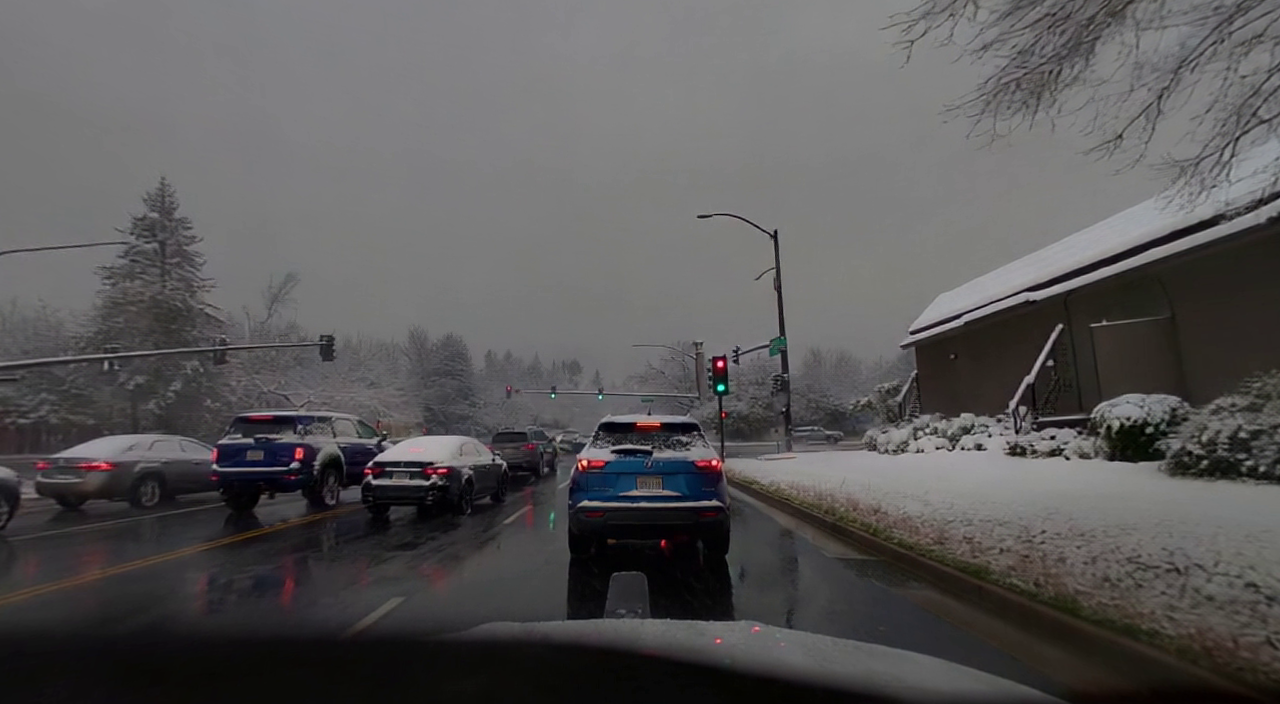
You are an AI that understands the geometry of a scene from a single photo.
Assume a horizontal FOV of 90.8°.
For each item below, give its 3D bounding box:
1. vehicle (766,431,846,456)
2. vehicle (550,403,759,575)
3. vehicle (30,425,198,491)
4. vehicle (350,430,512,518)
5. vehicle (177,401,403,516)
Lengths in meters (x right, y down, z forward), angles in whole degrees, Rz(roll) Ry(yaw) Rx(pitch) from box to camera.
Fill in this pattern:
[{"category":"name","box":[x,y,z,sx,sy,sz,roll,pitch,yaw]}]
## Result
[{"category":"vehicle","box":[10.081,5.609,38.655,4.450,1.439,1.796,-1,-9,3]},{"category":"vehicle","box":[0.105,1.675,8.462,2.055,1.681,4.270,0,-9,-1]},{"category":"vehicle","box":[-17.676,3.576,21.601,2.136,1.976,4.342,0,-9,-4]},{"category":"vehicle","box":[-4.090,2.451,13.220,1.942,1.523,4.212,0,-9,0]},{"category":"vehicle","box":[-7.405,2.343,14.254,2.195,2.093,5.185,0,-9,-2]}]
